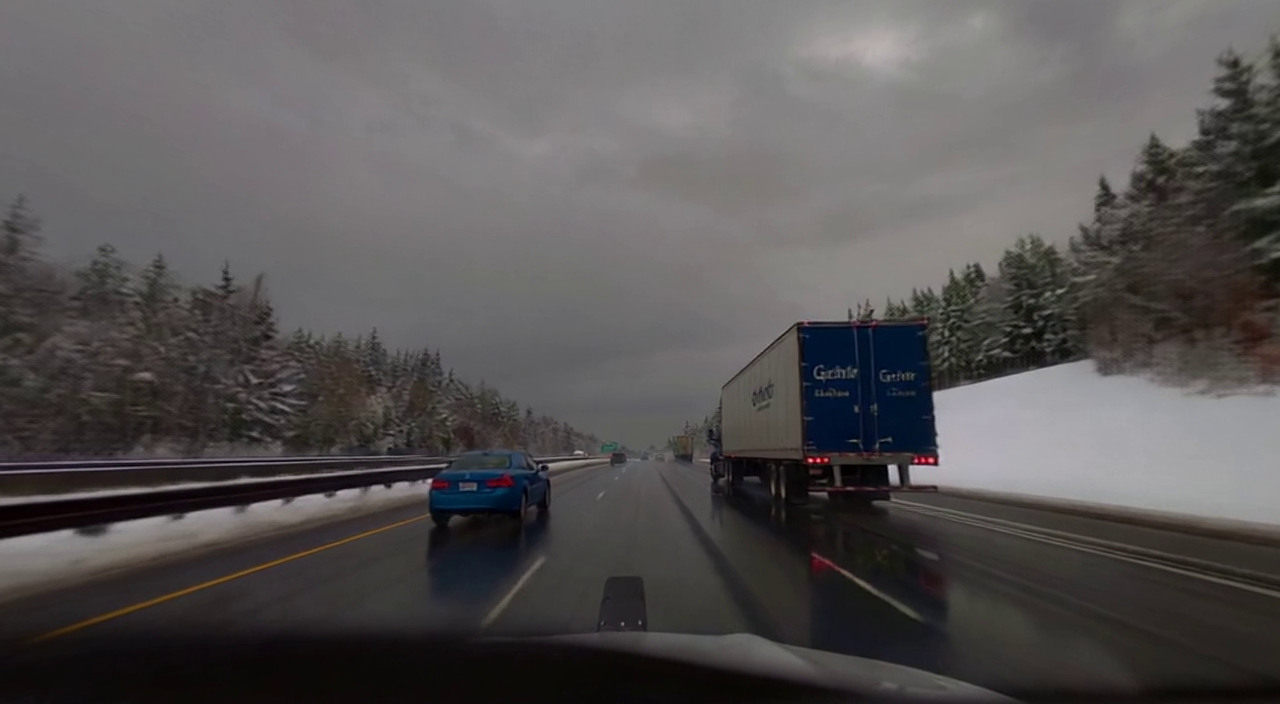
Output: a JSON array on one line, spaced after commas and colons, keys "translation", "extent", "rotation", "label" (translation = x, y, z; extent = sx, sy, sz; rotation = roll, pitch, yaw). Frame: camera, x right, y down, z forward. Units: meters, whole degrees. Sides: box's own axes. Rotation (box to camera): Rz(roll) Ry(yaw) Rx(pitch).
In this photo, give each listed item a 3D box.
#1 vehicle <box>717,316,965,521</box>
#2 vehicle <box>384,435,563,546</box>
[{"translation": [4.660, 2.299, 18.947], "extent": [2.858, 3.952, 13.731], "rotation": [0, -9, 0], "label": "vehicle"}, {"translation": [-2.673, 2.352, 11.336], "extent": [1.960, 1.579, 4.384], "rotation": [0, -9, 1], "label": "vehicle"}]
